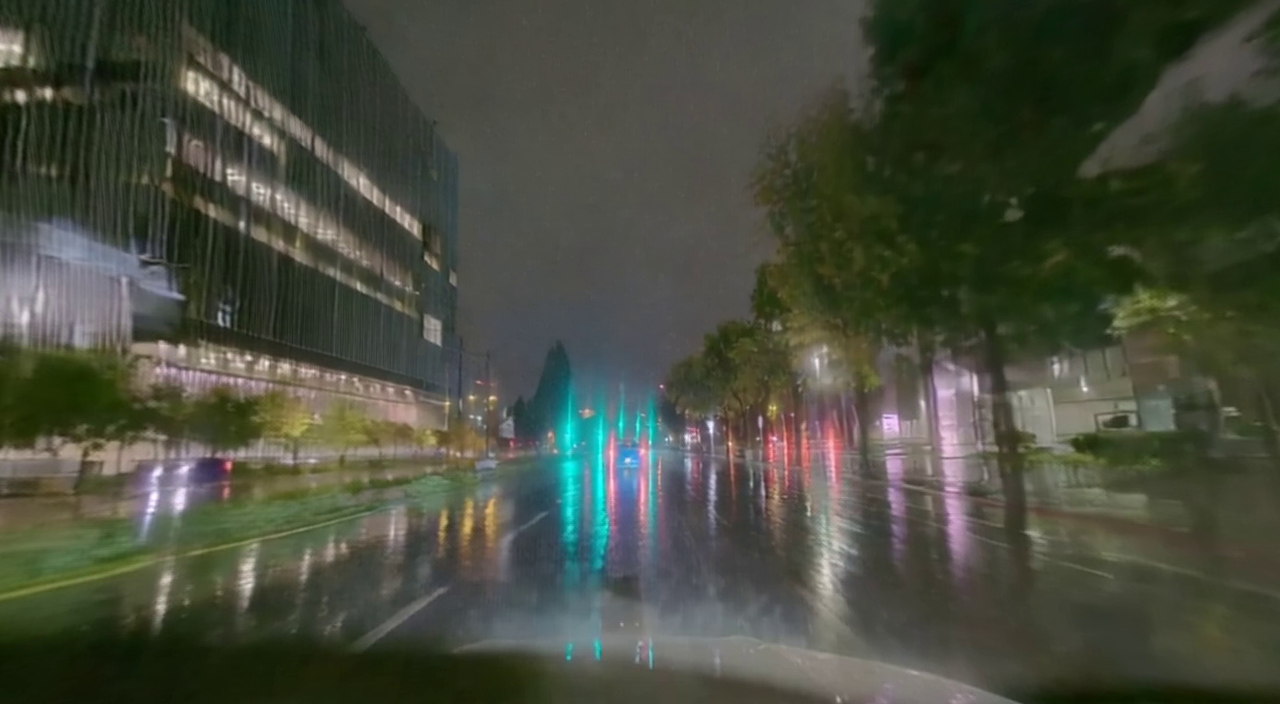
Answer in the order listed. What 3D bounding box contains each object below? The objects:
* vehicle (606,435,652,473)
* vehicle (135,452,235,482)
[{"bbox_3d":[-0.597,5.438,33.870,2.313,1.860,4.319,0,-9,-1],"label":"vehicle"},{"bbox_3d":[-29.730,7.506,41.449,4.813,1.783,1.983,3,-9,-19],"label":"vehicle"}]
